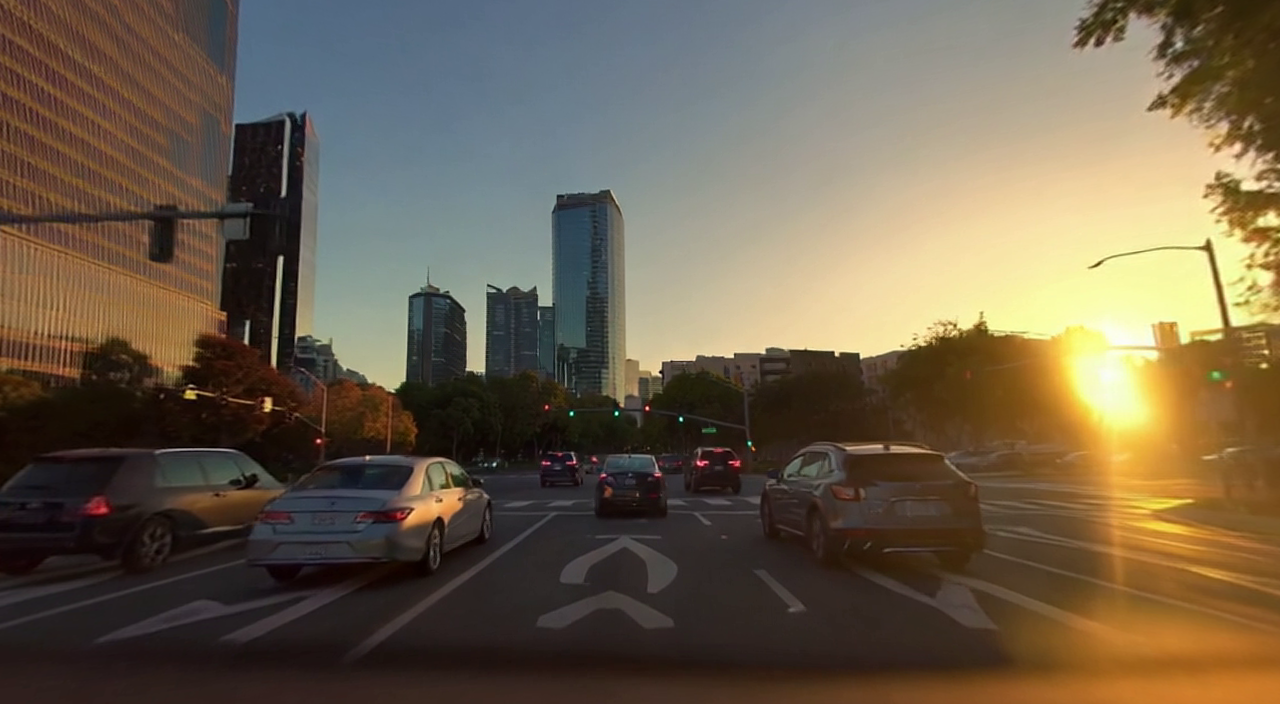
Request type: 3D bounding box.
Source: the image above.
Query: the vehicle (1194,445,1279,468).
[{"bbox_3d":[40.038,6.944,42.024,4.644,1.430,1.781,0,-9,-1],"label":"vehicle"}]

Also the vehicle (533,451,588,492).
[{"bbox_3d":[-3.629,5.516,29.505,2.033,1.714,4.278,0,-9,0],"label":"vehicle"}]

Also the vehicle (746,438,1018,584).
[{"bbox_3d":[3.068,2.110,9.419,1.996,1.566,4.917,0,-9,-1],"label":"vehicle"}]

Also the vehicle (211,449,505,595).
[{"bbox_3d":[-3.375,2.096,8.782,2.045,1.463,4.490,0,-9,0],"label":"vehicle"}]

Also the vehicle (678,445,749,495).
[{"bbox_3d":[2.778,4.589,24.961,2.138,1.778,4.422,0,-9,-1],"label":"vehicle"}]

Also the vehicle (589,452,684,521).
[{"bbox_3d":[-0.106,3.296,15.977,2.098,1.461,3.958,0,-9,-1],"label":"vehicle"}]

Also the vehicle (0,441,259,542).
[{"bbox_3d":[-10.189,2.732,13.090,1.934,1.713,4.281,0,-9,-1],"label":"vehicle"}]

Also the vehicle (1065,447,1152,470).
[{"bbox_3d":[31.130,7.087,42.041,4.357,1.444,1.783,0,-9,-2],"label":"vehicle"}]
